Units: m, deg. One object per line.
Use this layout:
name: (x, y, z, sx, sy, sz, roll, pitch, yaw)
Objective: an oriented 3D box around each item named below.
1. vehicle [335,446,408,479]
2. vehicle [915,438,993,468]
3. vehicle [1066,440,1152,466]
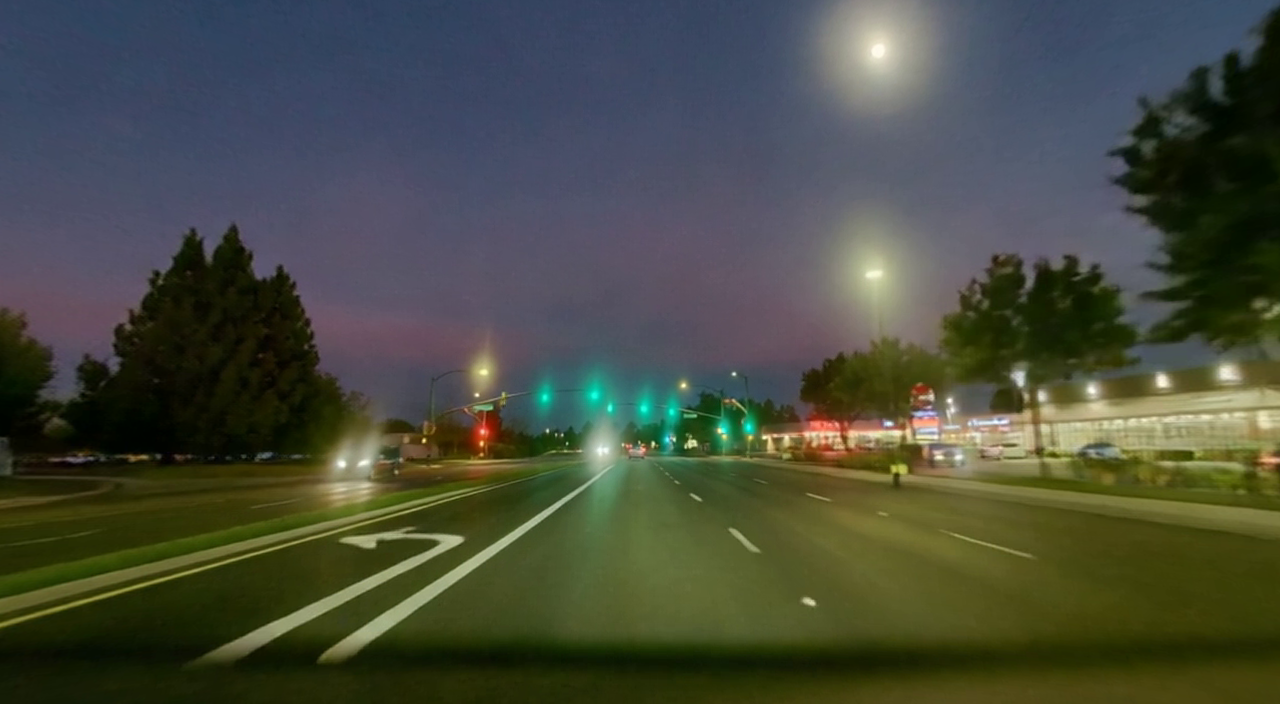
vehicle: (-15.725, 6.478, 37.355, 2.102, 1.800, 4.849, 0, -9, 1)
vehicle: (19.384, 6.202, 38.950, 4.717, 1.714, 1.985, 5, -10, -31)
vehicle: (32.449, 6.999, 43.828, 4.335, 1.675, 1.885, 0, -9, 2)
